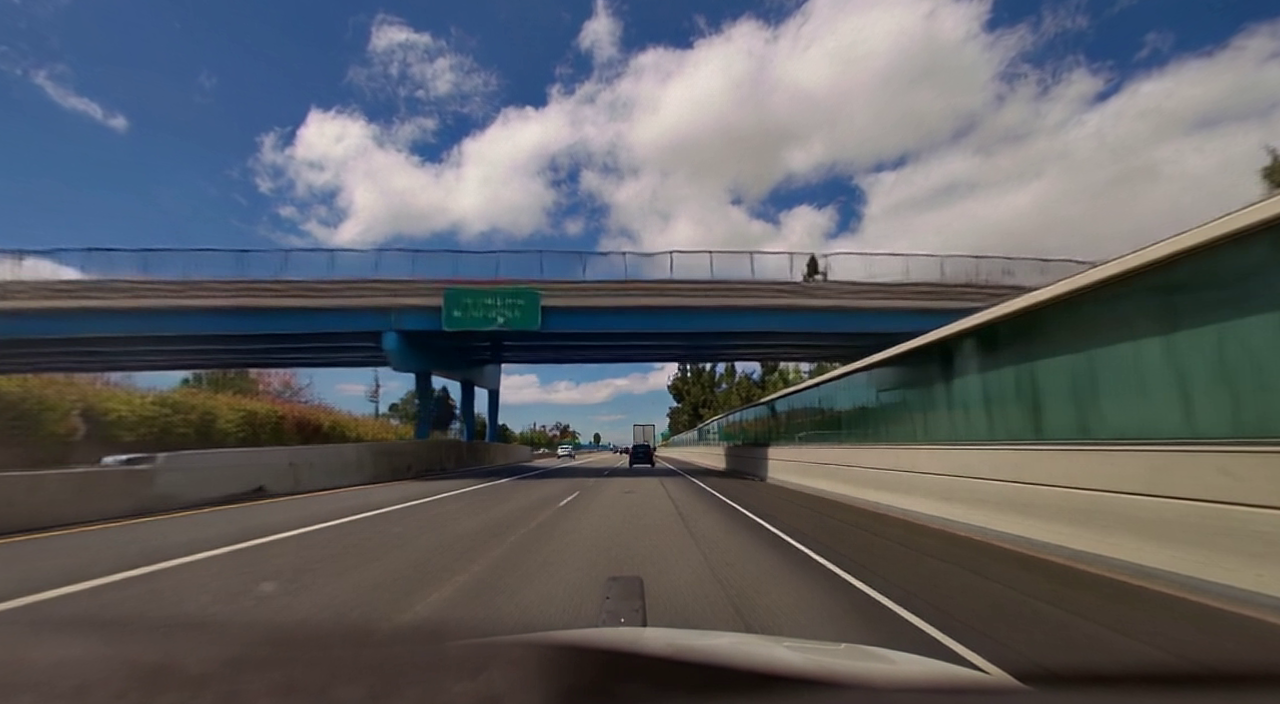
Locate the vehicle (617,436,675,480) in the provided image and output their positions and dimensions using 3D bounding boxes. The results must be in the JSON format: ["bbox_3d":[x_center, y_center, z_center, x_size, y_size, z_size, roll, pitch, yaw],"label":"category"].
[{"bbox_3d":[0.235,4.568,27.337,2.299,1.716,4.579,-1,-9,0],"label":"vehicle"}]
